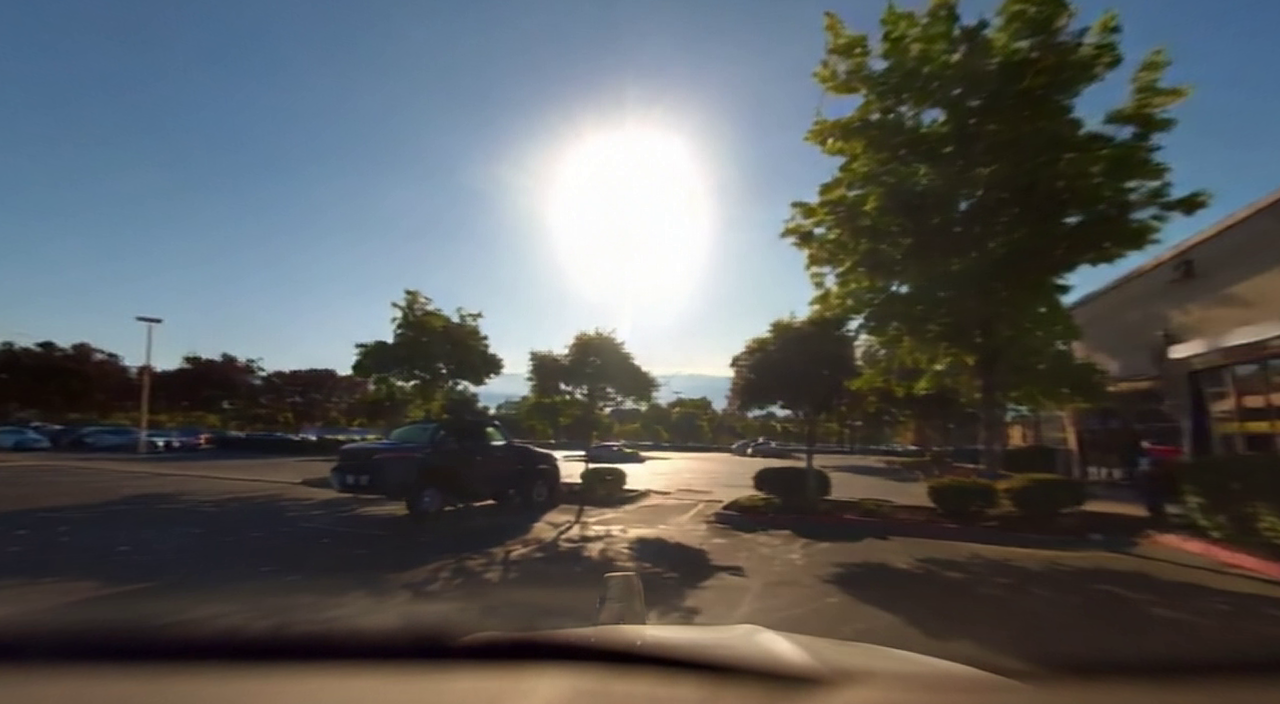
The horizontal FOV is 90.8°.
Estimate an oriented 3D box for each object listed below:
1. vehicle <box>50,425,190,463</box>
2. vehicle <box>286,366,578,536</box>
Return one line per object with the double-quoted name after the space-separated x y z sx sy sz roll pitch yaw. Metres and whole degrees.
-21.641 3.867 26.513 1.760 1.449 4.106 -3 -9 18 "vehicle"
-3.199 1.726 11.310 2.200 2.257 5.237 -3 -9 18 "vehicle"
